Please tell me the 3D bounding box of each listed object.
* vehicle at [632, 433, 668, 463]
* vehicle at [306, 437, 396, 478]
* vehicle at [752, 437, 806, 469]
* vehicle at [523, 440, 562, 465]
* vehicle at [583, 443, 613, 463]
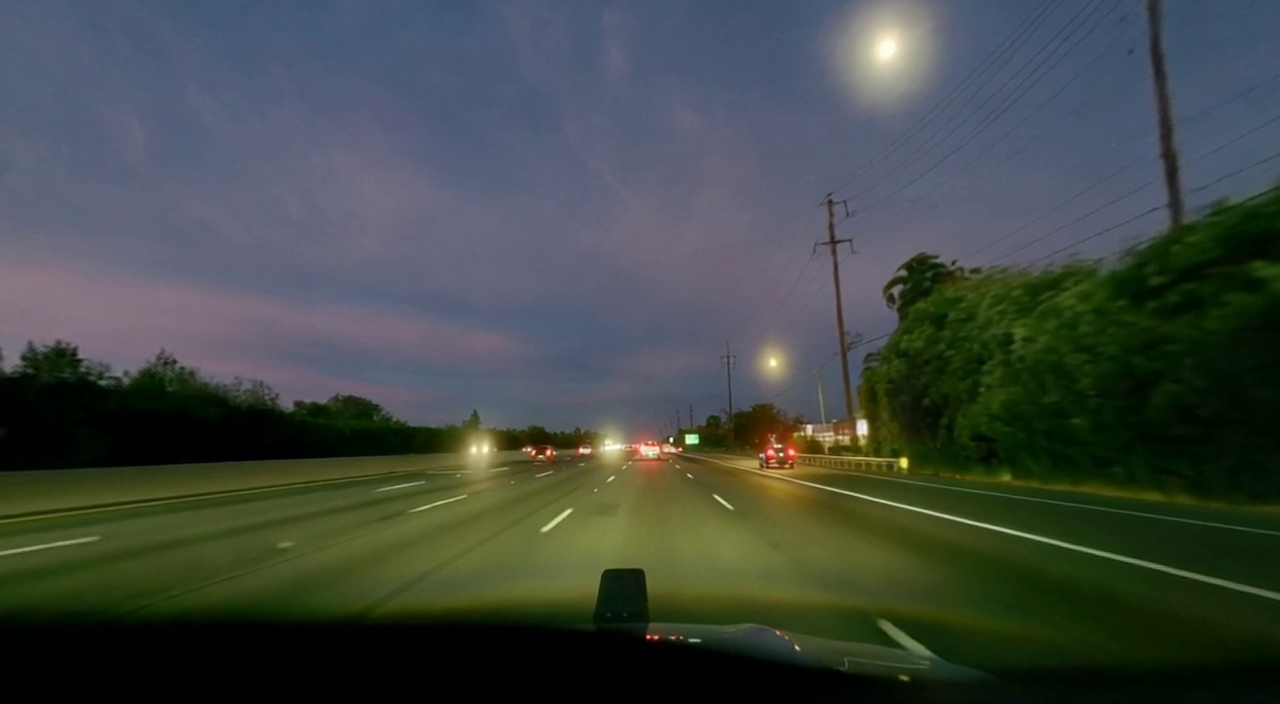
[{"bbox_3d":[0.751,7.421,48.786,2.622,2.208,5.320,0,-8,0],"label":"vehicle"},{"bbox_3d":[-14.311,5.213,31.544,2.149,1.846,4.713,-1,-8,1],"label":"vehicle"},{"bbox_3d":[7.691,5.635,35.313,1.937,1.698,4.322,0,-8,-1],"label":"vehicle"},{"bbox_3d":[-6.994,7.229,45.494,2.007,1.732,4.395,0,-8,1],"label":"vehicle"},{"bbox_3d":[-3.276,7.931,49.535,1.979,1.469,4.378,0,-8,1],"label":"vehicle"}]
